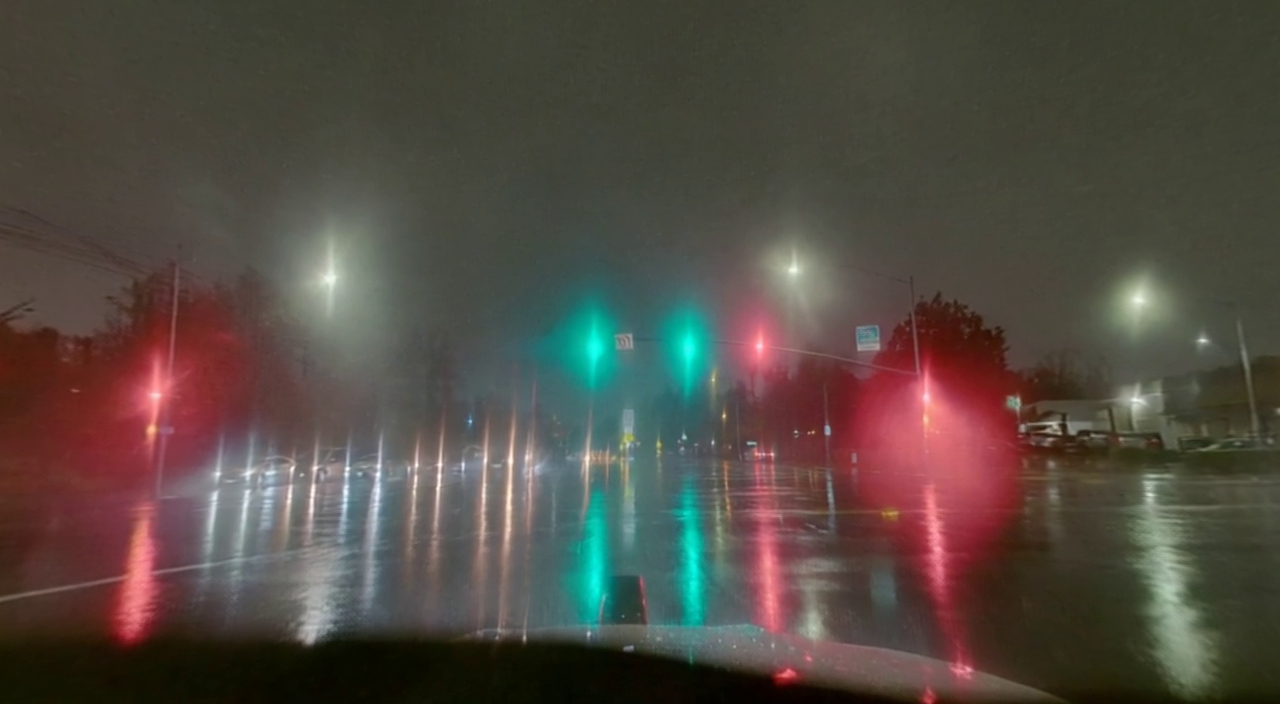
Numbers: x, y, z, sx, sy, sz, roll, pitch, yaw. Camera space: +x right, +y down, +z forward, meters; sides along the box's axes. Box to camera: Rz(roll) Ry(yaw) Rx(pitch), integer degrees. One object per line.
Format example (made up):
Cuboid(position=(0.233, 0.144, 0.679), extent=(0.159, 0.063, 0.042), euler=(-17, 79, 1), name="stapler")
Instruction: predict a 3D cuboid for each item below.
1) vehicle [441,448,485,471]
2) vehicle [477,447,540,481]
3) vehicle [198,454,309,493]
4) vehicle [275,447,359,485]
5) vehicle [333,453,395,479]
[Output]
Cuboid(position=(-14.014, 8.486, 49.984), extent=(2.126, 1.709, 5.095), euler=(0, -9, -1), name="vehicle")
Cuboid(position=(-6.204, 5.317, 30.226), extent=(2.154, 1.501, 4.416), euler=(0, -9, -1), name="vehicle")
Cuboid(position=(-16.793, 5.255, 27.597), extent=(2.055, 1.506, 4.663), euler=(0, -9, -3), name="vehicle")
Cuboid(position=(-17.039, 5.997, 33.479), extent=(1.960, 1.819, 5.018), euler=(0, -9, -2), name="vehicle")
Cuboid(position=(-17.105, 7.042, 39.113), extent=(1.804, 1.486, 4.625), euler=(0, -9, -1), name="vehicle")
